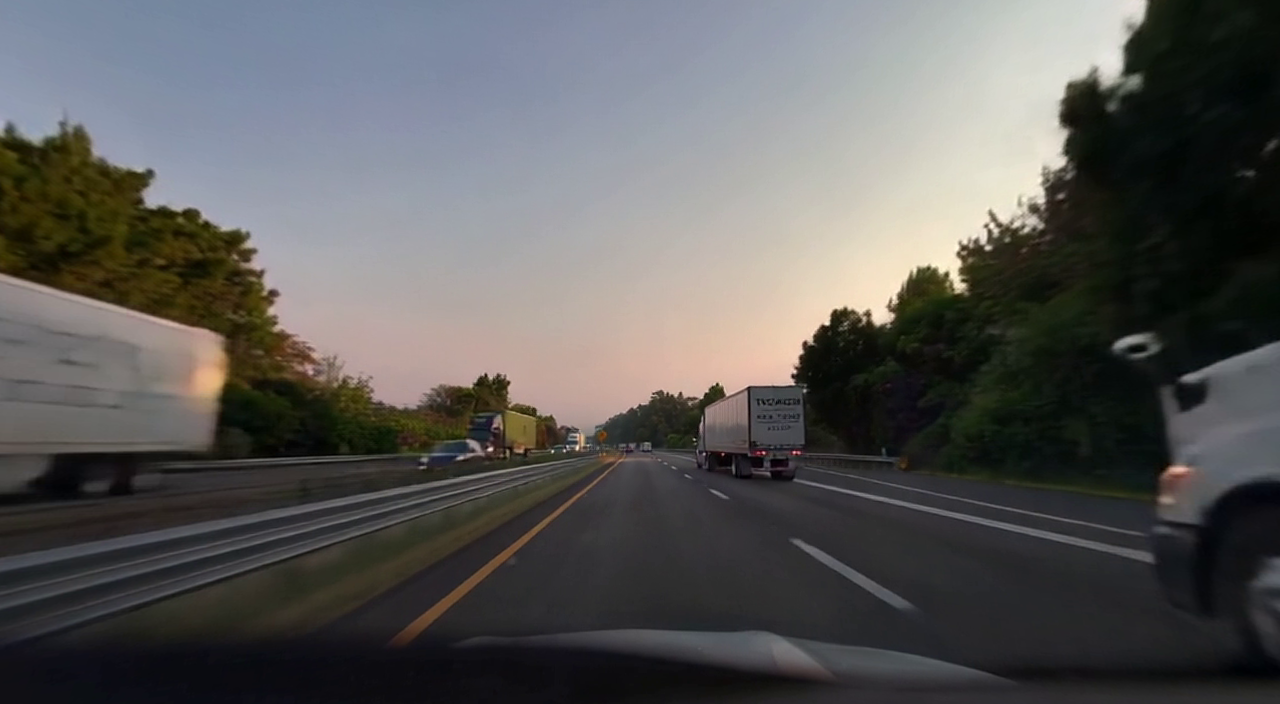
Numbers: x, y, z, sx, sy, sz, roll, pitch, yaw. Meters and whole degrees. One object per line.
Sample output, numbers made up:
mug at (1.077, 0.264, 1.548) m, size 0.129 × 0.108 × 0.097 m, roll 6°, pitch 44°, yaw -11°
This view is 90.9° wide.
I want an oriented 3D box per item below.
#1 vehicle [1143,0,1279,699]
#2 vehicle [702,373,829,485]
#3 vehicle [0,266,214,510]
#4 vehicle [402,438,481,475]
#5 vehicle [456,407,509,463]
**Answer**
vehicle at (4.887, -0.402, 2.590) m, size 3.007 × 4.189 × 2.696 m, roll 0°, pitch -9°, yaw 0°
vehicle at (5.218, 3.875, 30.001) m, size 2.983 × 4.030 × 14.444 m, roll 0°, pitch -9°, yaw 0°
vehicle at (-12.312, 0.304, 8.711) m, size 2.938 × 4.080 × 14.151 m, roll 0°, pitch -9°, yaw 0°
vehicle at (-8.623, 4.607, 27.895) m, size 1.992 × 1.497 × 4.653 m, roll 0°, pitch -9°, yaw 0°
vehicle at (-11.900, 6.288, 47.761) m, size 3.293 × 4.054 × 2.389 m, roll 0°, pitch -9°, yaw 0°
